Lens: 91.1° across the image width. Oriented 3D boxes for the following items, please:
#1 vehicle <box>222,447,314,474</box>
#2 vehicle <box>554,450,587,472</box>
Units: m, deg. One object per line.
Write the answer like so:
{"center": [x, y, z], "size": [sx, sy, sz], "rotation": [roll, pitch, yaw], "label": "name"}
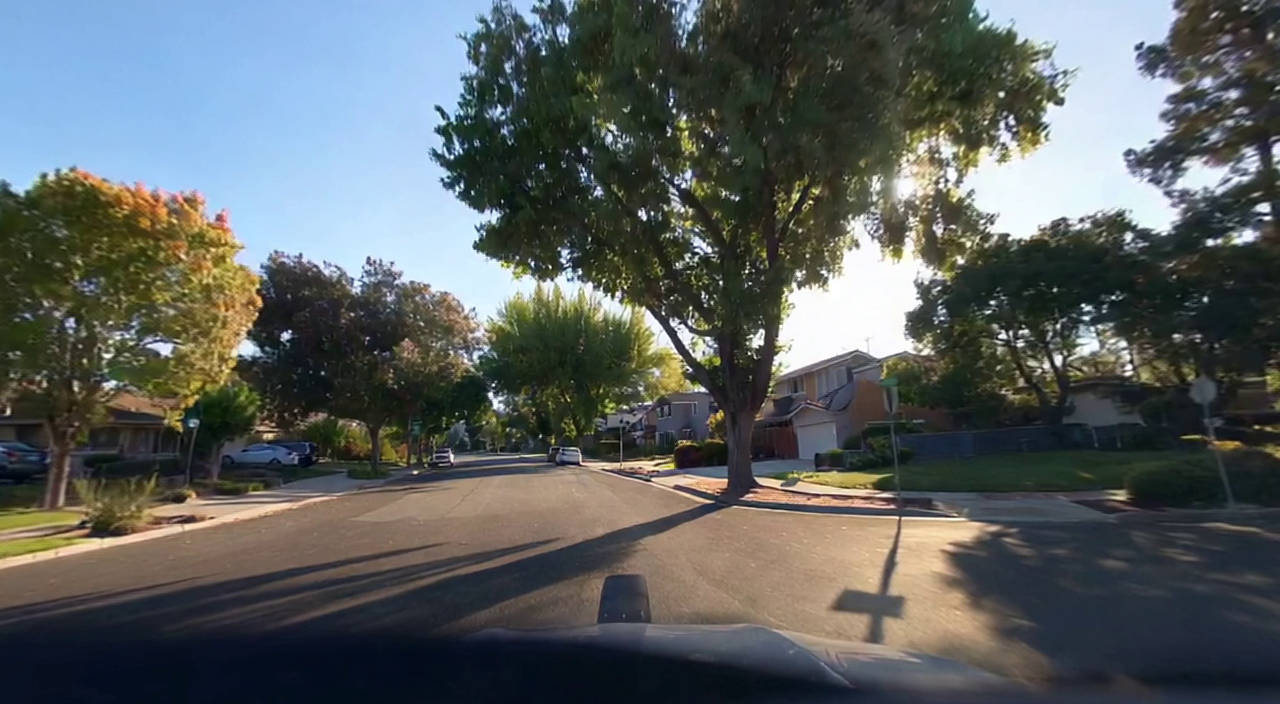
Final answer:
{"center": [-22.486, 6.574, 38.073], "size": [4.344, 1.483, 1.928], "rotation": [0, -8, -6], "label": "vehicle"}
{"center": [-5.187, 7.964, 46.170], "size": [2.088, 1.429, 4.796], "rotation": [1, -9, -10], "label": "vehicle"}
